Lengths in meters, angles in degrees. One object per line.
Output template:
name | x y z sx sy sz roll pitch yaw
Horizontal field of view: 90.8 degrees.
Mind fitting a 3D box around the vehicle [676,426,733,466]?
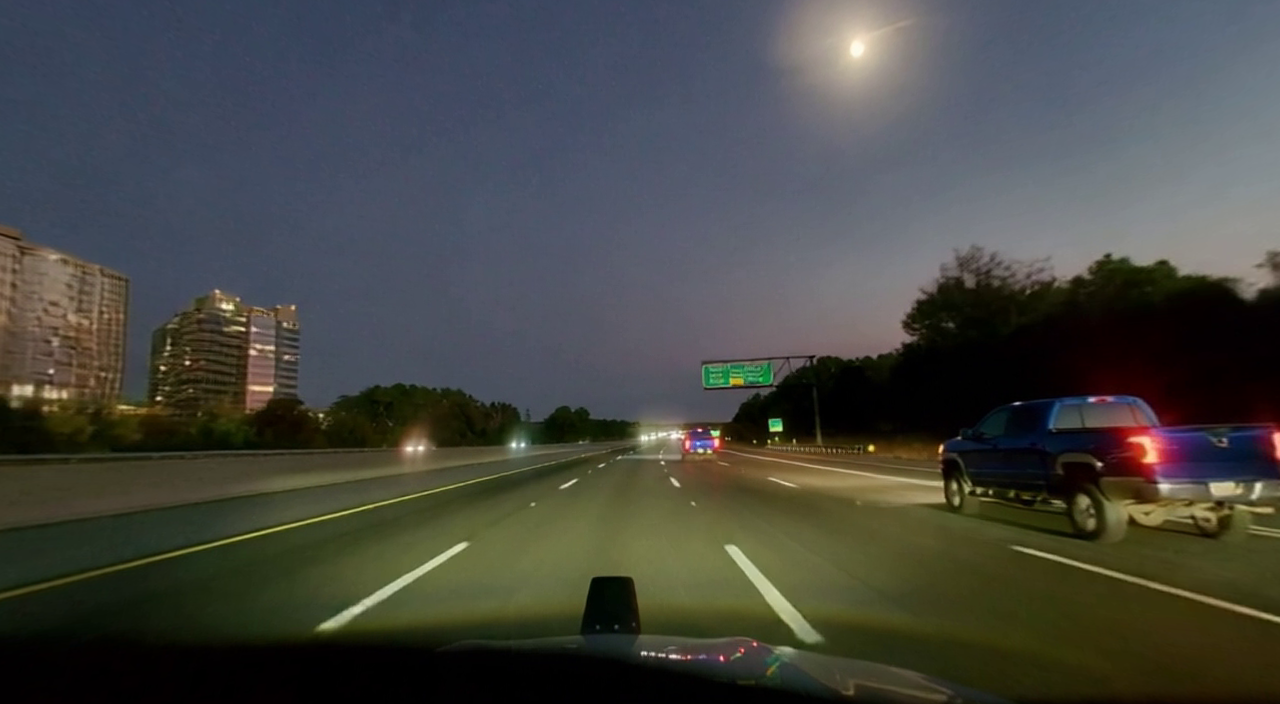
vehicle | 3.383 5.102 34.202 2.462 1.984 4.718 0 -8 -1

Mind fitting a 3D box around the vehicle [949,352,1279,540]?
vehicle | 7.579 1.518 10.389 2.158 2.268 5.396 0 -9 0
